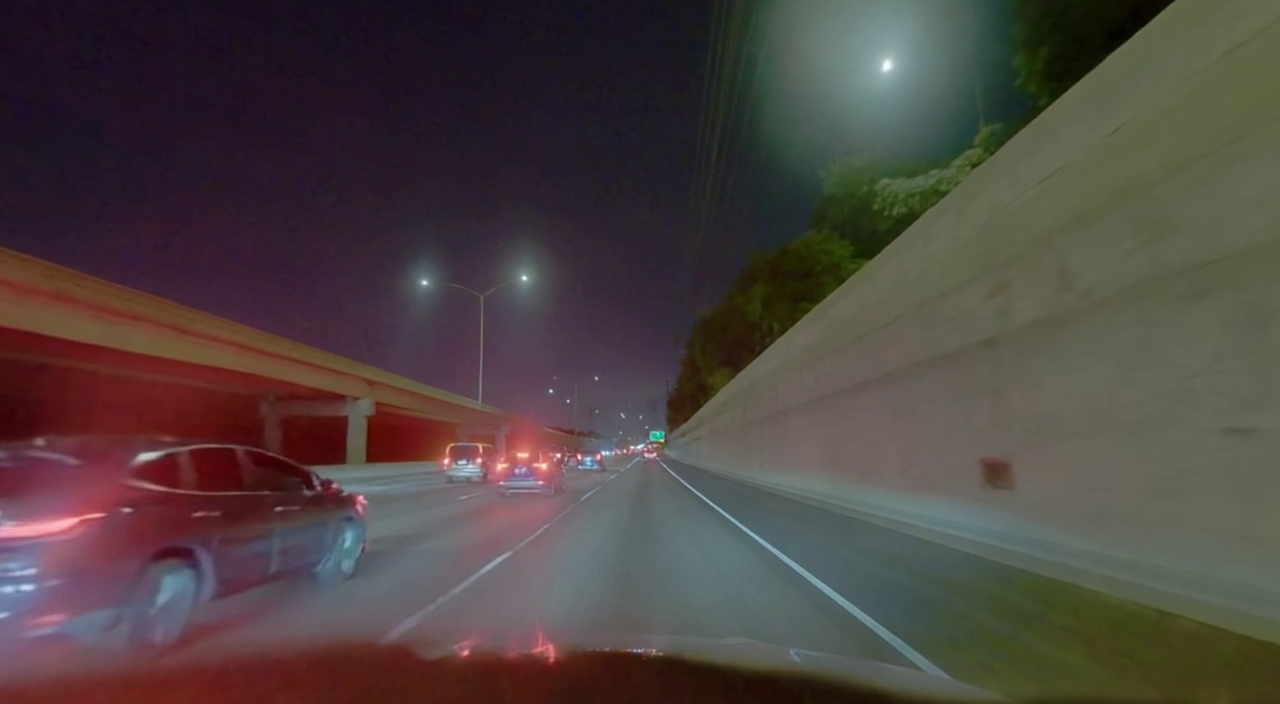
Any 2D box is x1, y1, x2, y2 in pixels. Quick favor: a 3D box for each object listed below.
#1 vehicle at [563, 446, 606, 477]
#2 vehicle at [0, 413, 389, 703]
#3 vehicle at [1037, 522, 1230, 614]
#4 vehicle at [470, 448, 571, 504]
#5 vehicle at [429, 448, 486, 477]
[{"bbox_3d":[-3.286,6.541,38.107,2.052,1.731,4.372,0,-8,2],"label":"vehicle"},{"bbox_3d":[-3.540,1.260,4.221,1.939,1.511,4.246,0,-8,0],"label":"vehicle"},{"bbox_3d":[12.452,5.434,16.281,1.853,1.586,3.727,0,-8,-2],"label":"vehicle"},{"bbox_3d":[-3.391,3.598,18.809,2.056,1.449,4.330,0,-8,1],"label":"vehicle"},{"bbox_3d":[-11.072,6.702,38.620,1.951,1.628,4.617,0,-8,2],"label":"vehicle"}]
